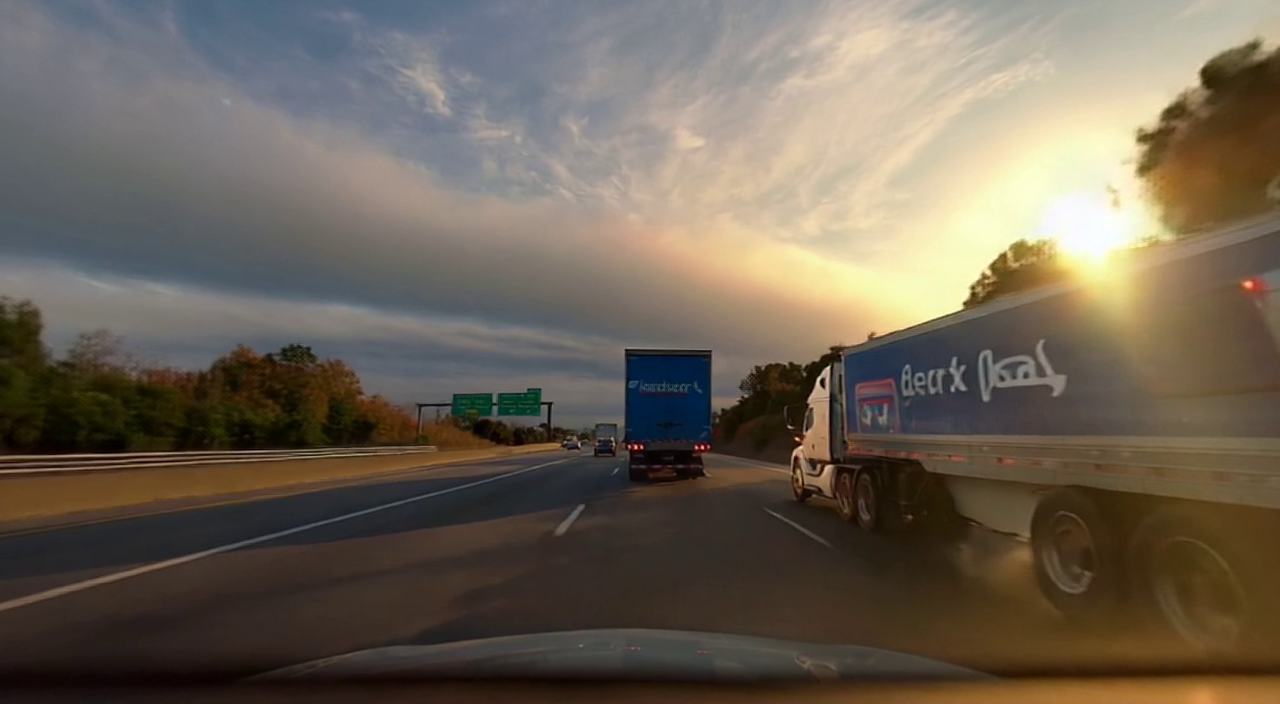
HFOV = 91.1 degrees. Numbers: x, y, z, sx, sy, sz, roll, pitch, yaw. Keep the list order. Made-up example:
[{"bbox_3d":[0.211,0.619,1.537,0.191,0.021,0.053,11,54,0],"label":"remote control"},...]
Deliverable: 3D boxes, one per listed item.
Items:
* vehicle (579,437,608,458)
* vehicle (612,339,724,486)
[{"bbox_3d":[-3.524,7.178,47.478,2.075,1.509,3.835,0,-8,-4],"label":"vehicle"},{"bbox_3d":[0.729,2.232,21.561,2.920,3.860,10.035,0,-8,0],"label":"vehicle"}]
